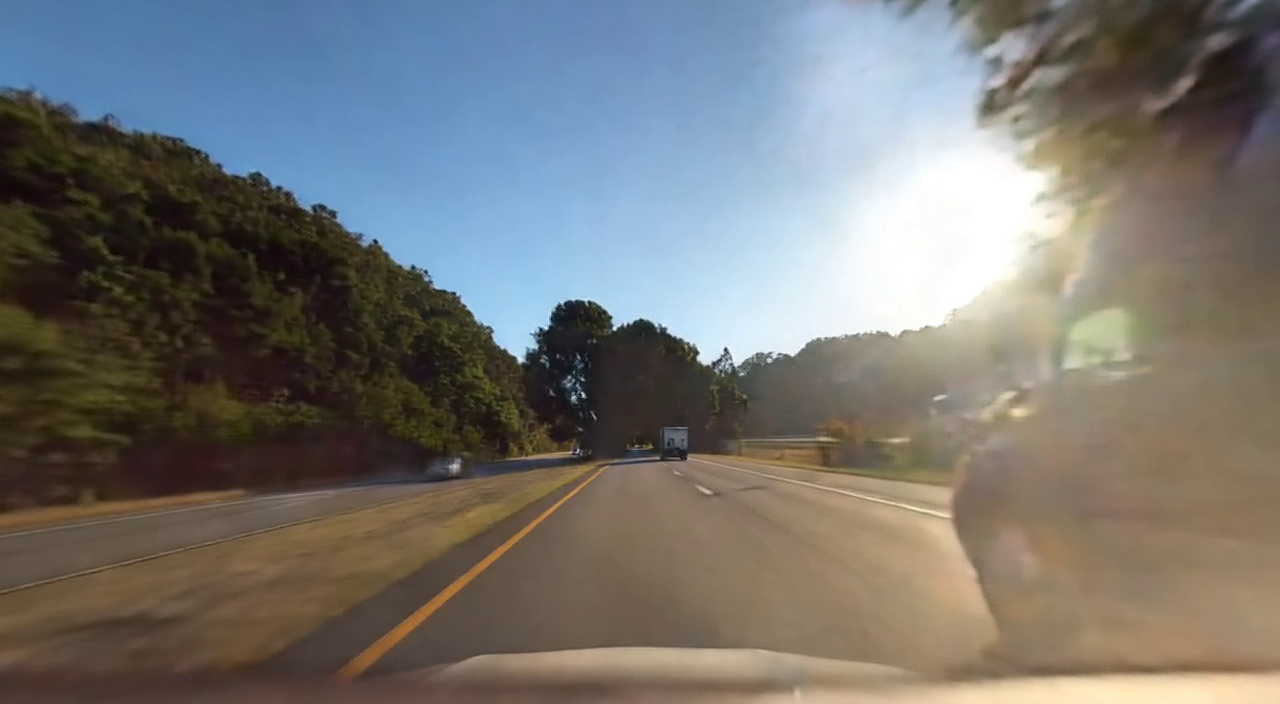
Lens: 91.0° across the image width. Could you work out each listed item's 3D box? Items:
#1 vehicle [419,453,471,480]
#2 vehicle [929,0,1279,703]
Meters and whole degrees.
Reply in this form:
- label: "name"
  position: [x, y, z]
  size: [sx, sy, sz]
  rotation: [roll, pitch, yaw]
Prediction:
- label: "vehicle"
  position: [-12.406, 7.271, 40.232]
  size: [1.923, 1.507, 4.349]
  rotation: [-1, -8, 0]
- label: "vehicle"
  position: [4.241, -0.331, 0.600]
  size: [3.101, 3.507, 9.878]
  rotation: [0, -8, -1]
